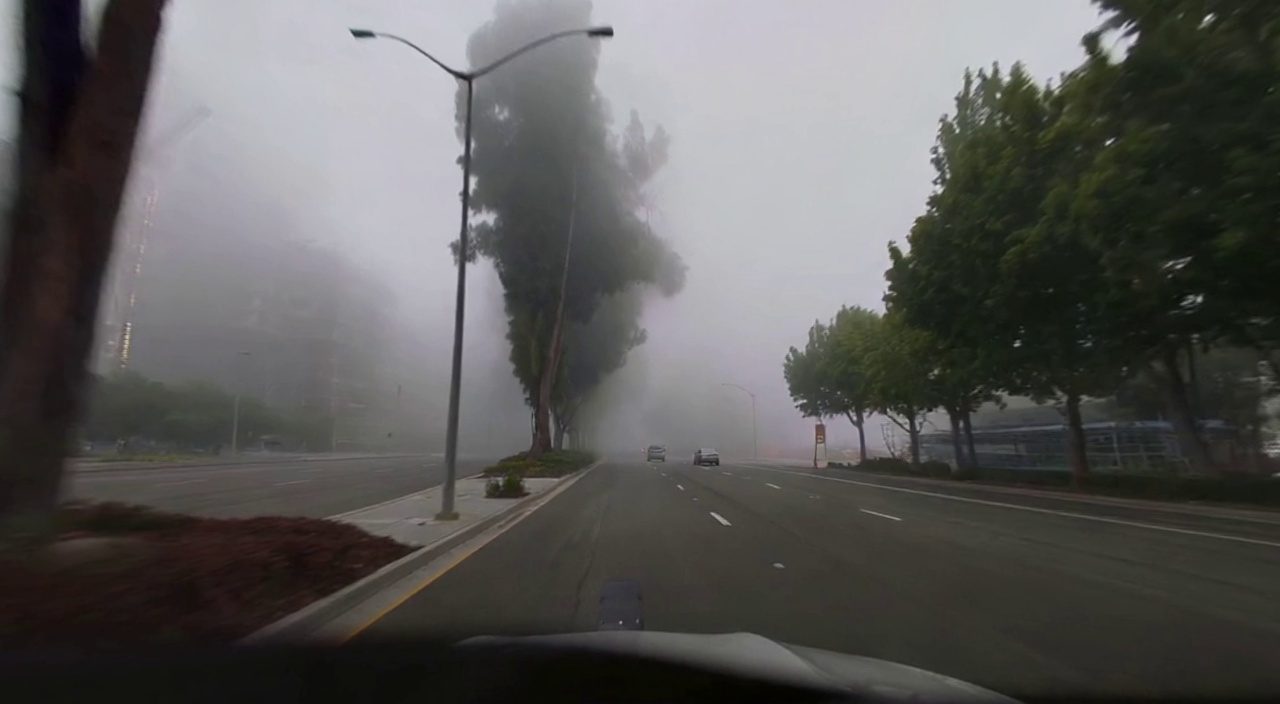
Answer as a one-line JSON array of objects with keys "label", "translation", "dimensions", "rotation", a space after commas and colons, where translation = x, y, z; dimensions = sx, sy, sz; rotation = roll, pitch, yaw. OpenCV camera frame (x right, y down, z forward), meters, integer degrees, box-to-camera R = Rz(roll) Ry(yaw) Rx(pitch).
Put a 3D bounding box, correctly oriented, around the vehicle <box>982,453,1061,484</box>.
[{"label": "vehicle", "translation": [26.845, 8.182, 44.691], "dimensions": [2.394, 1.893, 4.807], "rotation": [2, -8, -3]}]
